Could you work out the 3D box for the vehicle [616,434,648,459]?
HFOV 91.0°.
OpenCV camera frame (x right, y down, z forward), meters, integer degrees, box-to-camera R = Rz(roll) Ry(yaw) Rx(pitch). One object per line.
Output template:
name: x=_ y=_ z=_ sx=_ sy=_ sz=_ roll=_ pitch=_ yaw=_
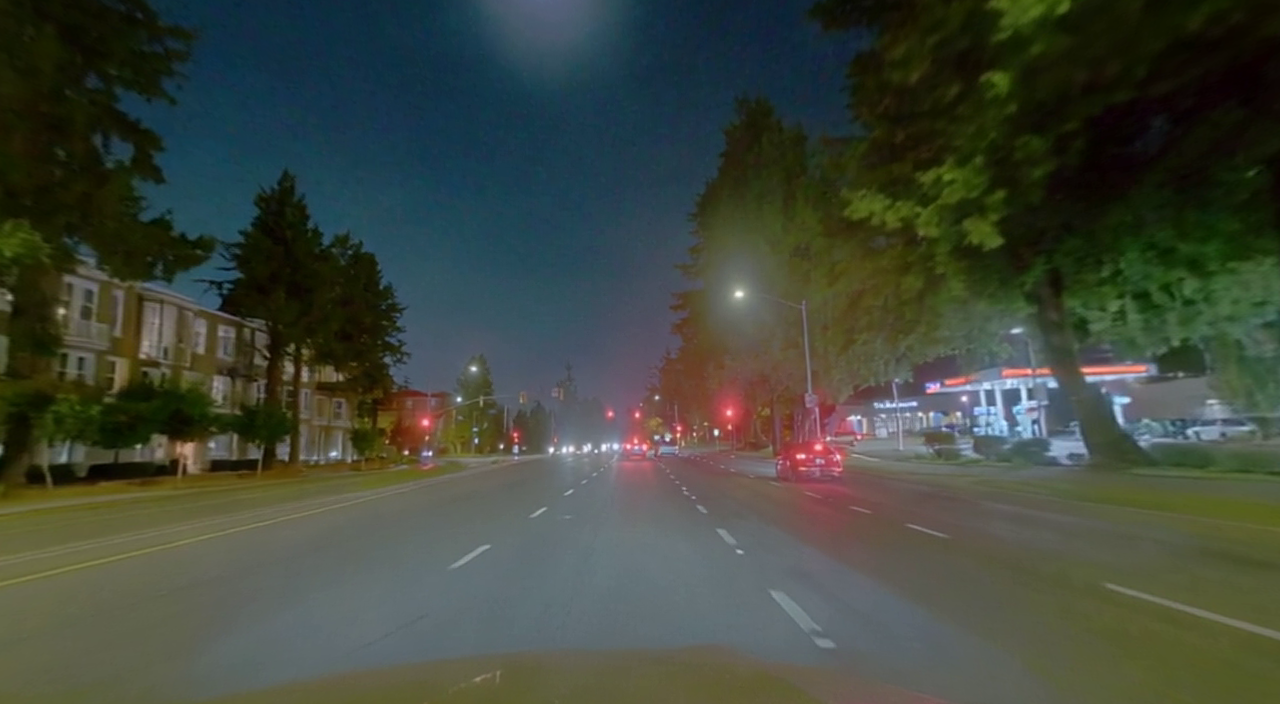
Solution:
vehicle: x=-0.561 y=6.770 z=45.060 sx=2.146 sy=1.742 sz=4.095 roll=0 pitch=-9 yaw=-1
